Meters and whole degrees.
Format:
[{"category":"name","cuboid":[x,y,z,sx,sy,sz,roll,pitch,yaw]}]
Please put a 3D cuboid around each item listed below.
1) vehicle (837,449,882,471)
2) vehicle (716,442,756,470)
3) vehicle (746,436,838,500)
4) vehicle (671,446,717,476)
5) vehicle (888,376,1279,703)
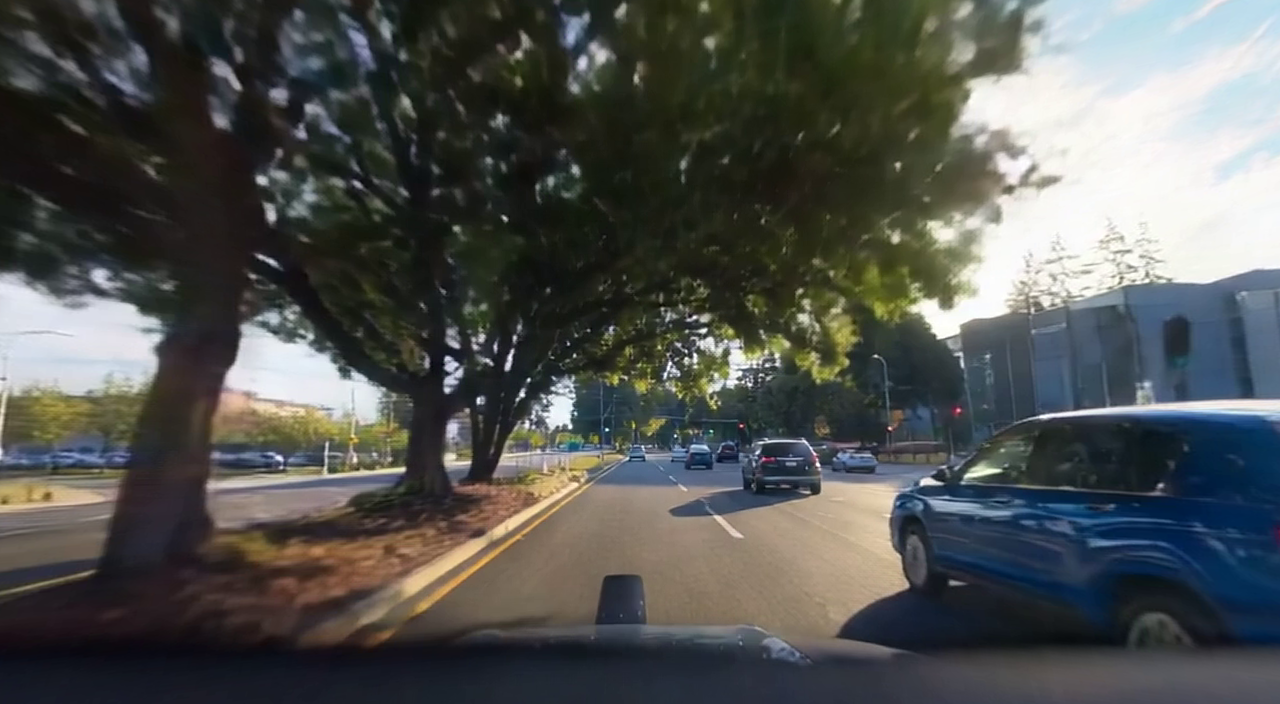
[{"category":"vehicle","cuboid":[16.035,7.895,46.154,1.815,1.493,4.135,0,-8,1]},{"category":"vehicle","cuboid":[6.513,7.103,43.195,1.919,1.774,4.720,0,-8,-1]},{"category":"vehicle","cuboid":[4.450,3.438,19.117,2.075,1.698,4.142,-1,-8,5]},{"category":"vehicle","cuboid":[2.753,5.688,33.127,1.980,1.484,4.093,0,-8,-1]},{"category":"vehicle","cuboid":[3.162,0.978,2.927,1.932,1.547,4.992,0,-8,-1]}]
